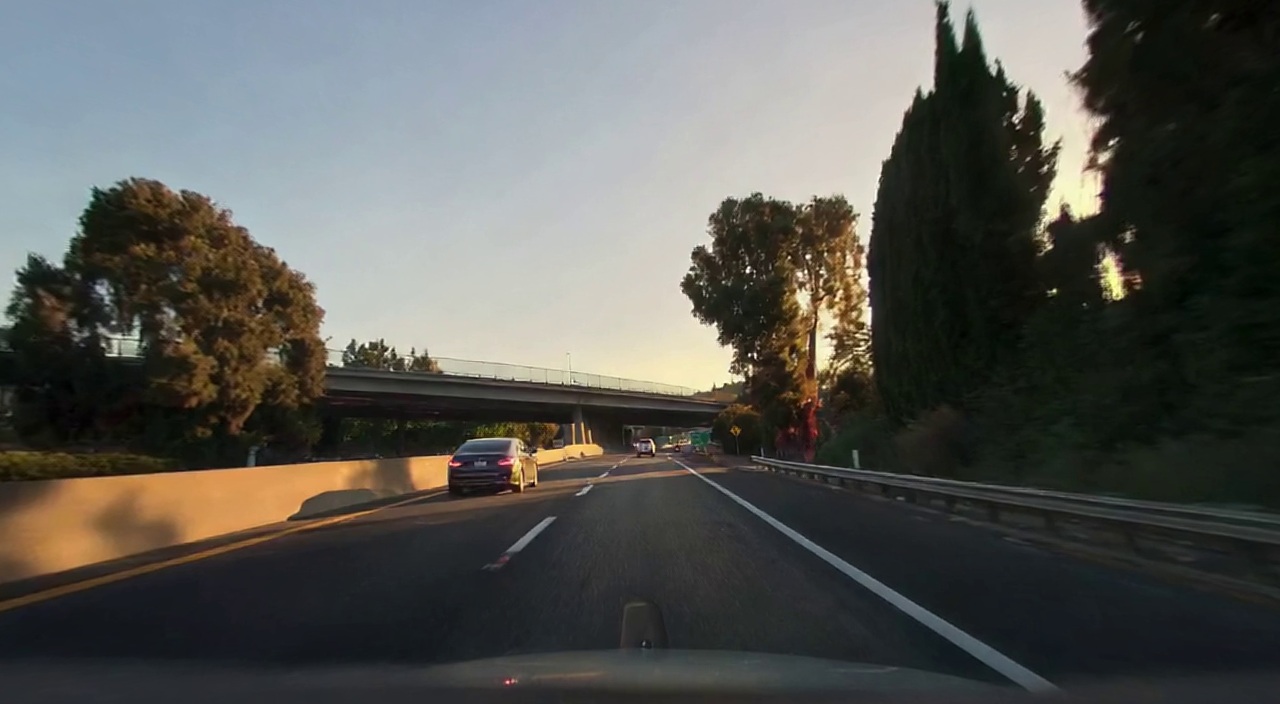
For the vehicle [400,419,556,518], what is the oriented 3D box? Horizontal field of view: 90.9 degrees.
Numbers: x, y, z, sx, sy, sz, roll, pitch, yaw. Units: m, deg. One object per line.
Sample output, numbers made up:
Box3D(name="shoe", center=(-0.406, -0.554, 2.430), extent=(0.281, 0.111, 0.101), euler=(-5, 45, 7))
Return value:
Box3D(name="vehicle", center=(-3.473, 2.661, 14.966), extent=(2.143, 1.851, 5.817), euler=(-1, -9, 0))
